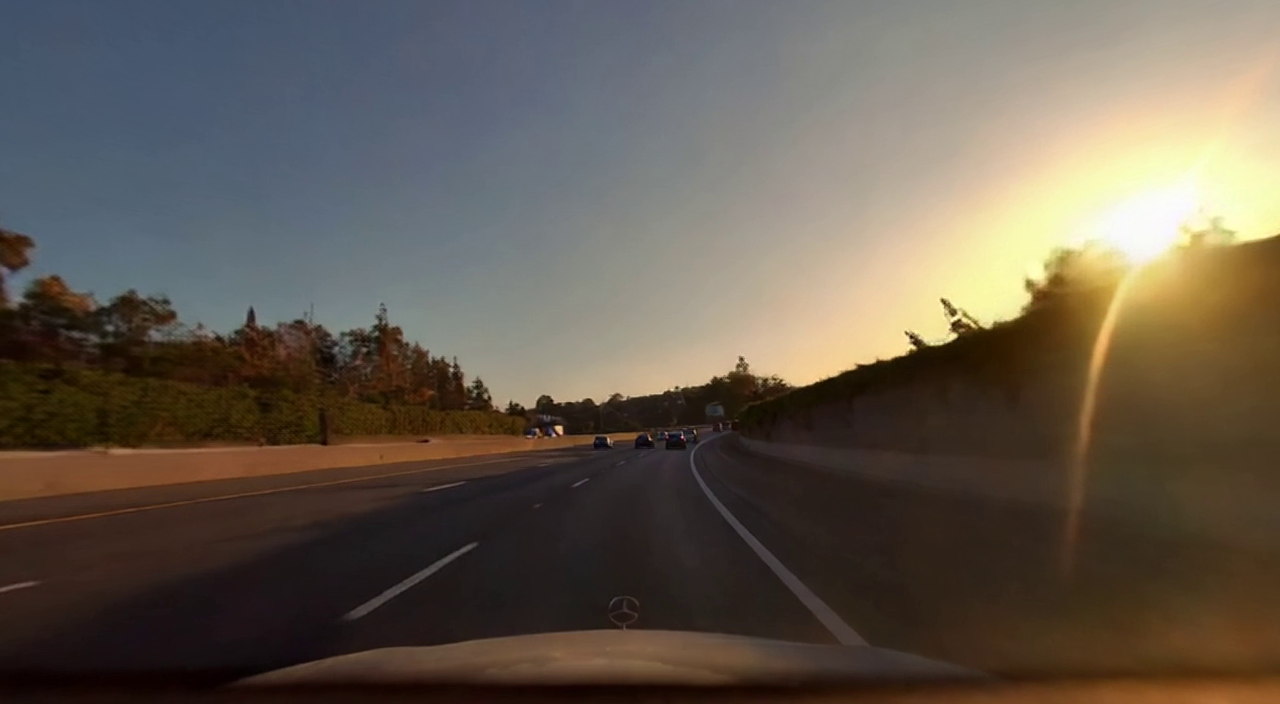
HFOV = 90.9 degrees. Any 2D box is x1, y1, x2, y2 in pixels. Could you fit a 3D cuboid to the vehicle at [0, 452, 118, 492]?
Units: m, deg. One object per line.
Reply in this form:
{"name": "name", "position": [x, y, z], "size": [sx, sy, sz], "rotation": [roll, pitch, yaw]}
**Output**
{"name": "vehicle", "position": [-24.650, 4.984, 26.411], "size": [1.762, 1.532, 4.226], "rotation": [-1, -10, 4]}
